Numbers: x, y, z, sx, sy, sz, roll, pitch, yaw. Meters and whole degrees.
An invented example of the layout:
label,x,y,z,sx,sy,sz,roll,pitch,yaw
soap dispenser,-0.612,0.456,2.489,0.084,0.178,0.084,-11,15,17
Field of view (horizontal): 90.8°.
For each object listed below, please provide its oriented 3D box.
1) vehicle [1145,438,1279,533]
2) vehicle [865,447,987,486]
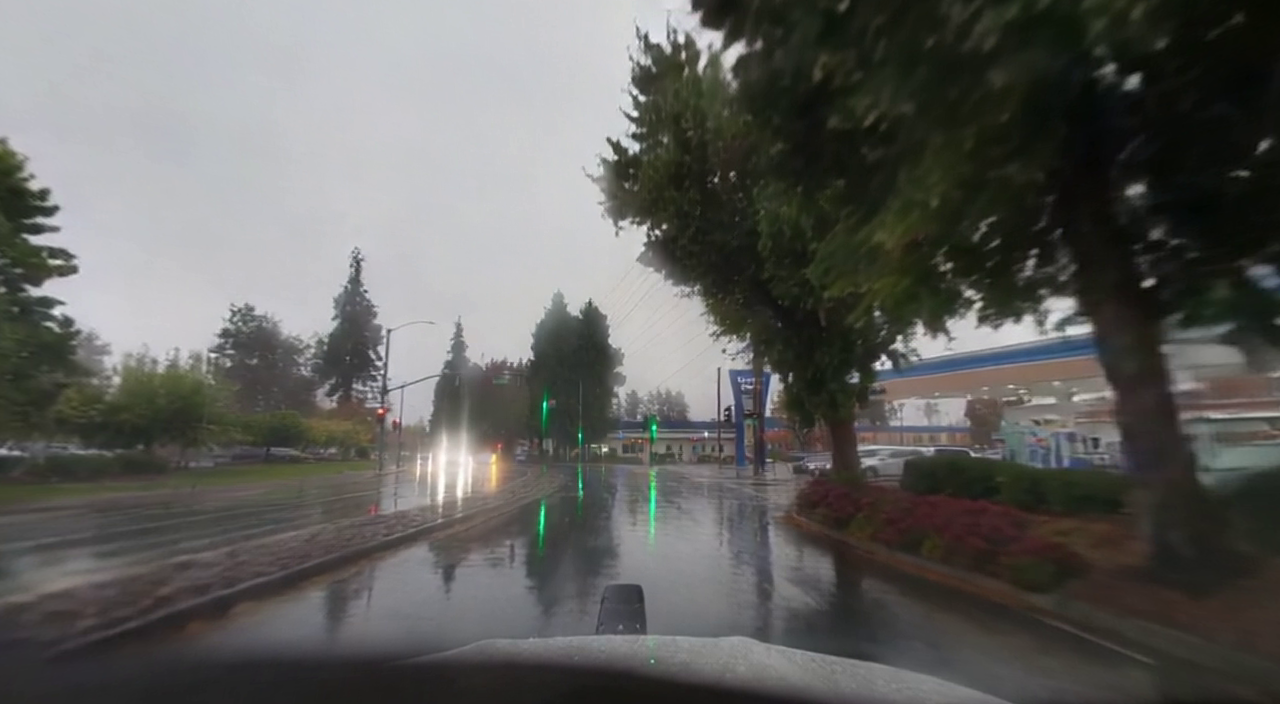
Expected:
label,x,y,z,sx,sy,sz,roll,pitch,yaw
vehicle,13.873,2.992,14.550,2.086,1.845,4.694,-4,-11,22
vehicle,13.999,5.633,31.171,4.996,1.720,2.027,1,-8,2
